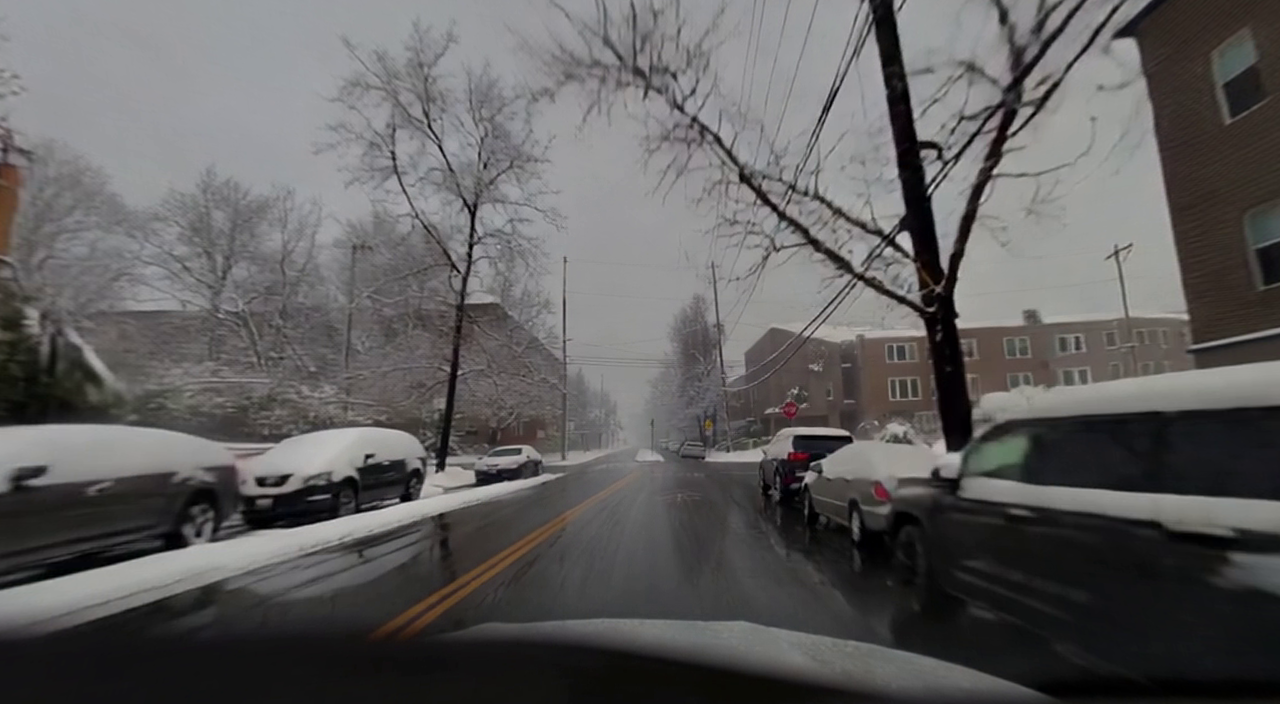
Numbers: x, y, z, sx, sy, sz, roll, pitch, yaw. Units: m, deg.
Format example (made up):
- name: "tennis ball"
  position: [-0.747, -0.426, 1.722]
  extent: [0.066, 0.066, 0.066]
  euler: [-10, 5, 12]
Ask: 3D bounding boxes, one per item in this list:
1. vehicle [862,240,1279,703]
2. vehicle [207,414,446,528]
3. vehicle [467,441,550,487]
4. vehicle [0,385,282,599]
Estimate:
- name: "vehicle"
  position: [3.145, 0.850, 3.203]
  extent: [2.248, 1.964, 5.736]
  euler: [-1, -9, 4]
- name: "vehicle"
  position: [-6.197, 2.437, 13.497]
  extent: [2.158, 1.929, 5.184]
  euler: [-1, -9, 4]
- name: "vehicle"
  position: [-5.037, 4.346, 24.875]
  extent: [1.922, 1.505, 4.502]
  euler: [-4, -8, 5]
- name: "vehicle"
  position: [-6.802, 1.581, 7.199]
  extent: [2.270, 1.881, 5.412]
  euler: [-6, -9, 1]
